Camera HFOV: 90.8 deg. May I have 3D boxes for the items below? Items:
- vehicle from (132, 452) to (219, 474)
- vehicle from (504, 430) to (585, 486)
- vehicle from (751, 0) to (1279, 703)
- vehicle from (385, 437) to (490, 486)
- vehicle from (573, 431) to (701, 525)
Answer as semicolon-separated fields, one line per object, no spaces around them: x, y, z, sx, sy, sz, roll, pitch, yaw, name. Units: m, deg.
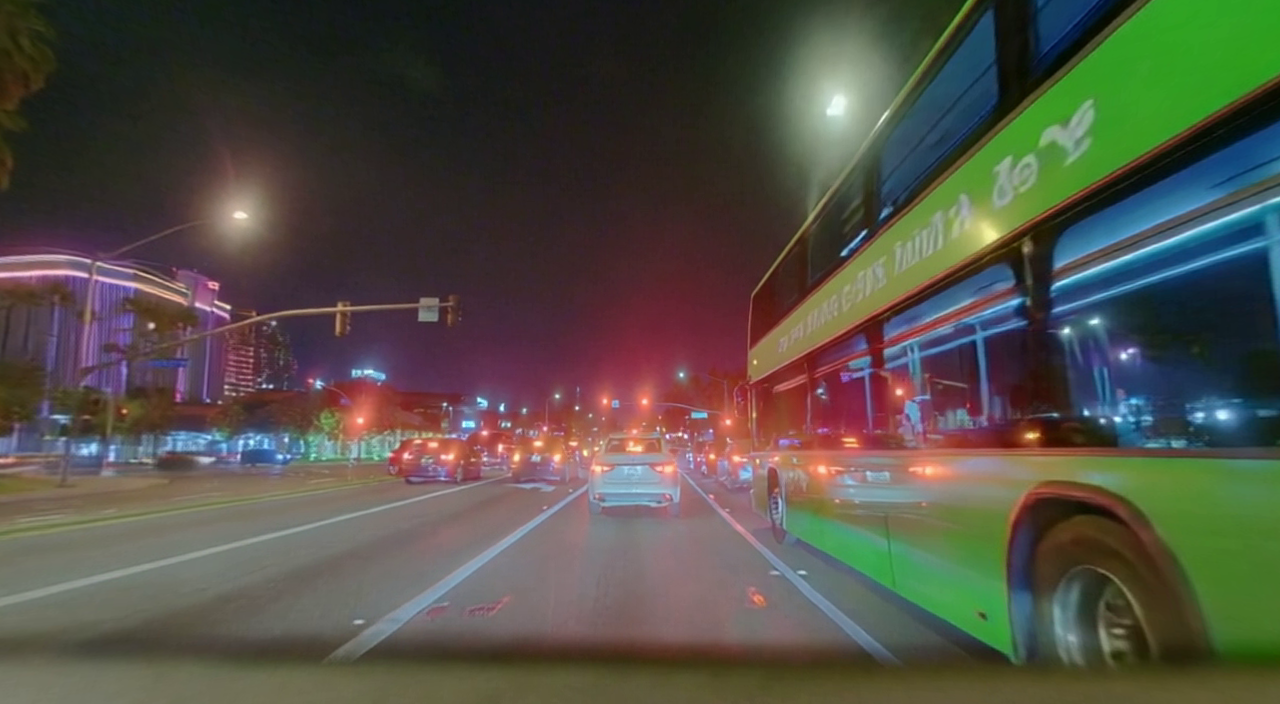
-33.340;7.958;45.428;4.653;1.472;1.870;1;-9;-6;vehicle
-3.191;3.660;22.069;2.020;1.721;4.366;-1;-9;2;vehicle
3.555;0.040;4.946;2.970;4.015;13.606;0;-9;0;vehicle
-6.843;3.758;21.967;1.927;1.480;4.832;0;-9;2;vehicle
-0.041;2.322;12.158;2.060;1.499;3.831;0;-9;0;vehicle
